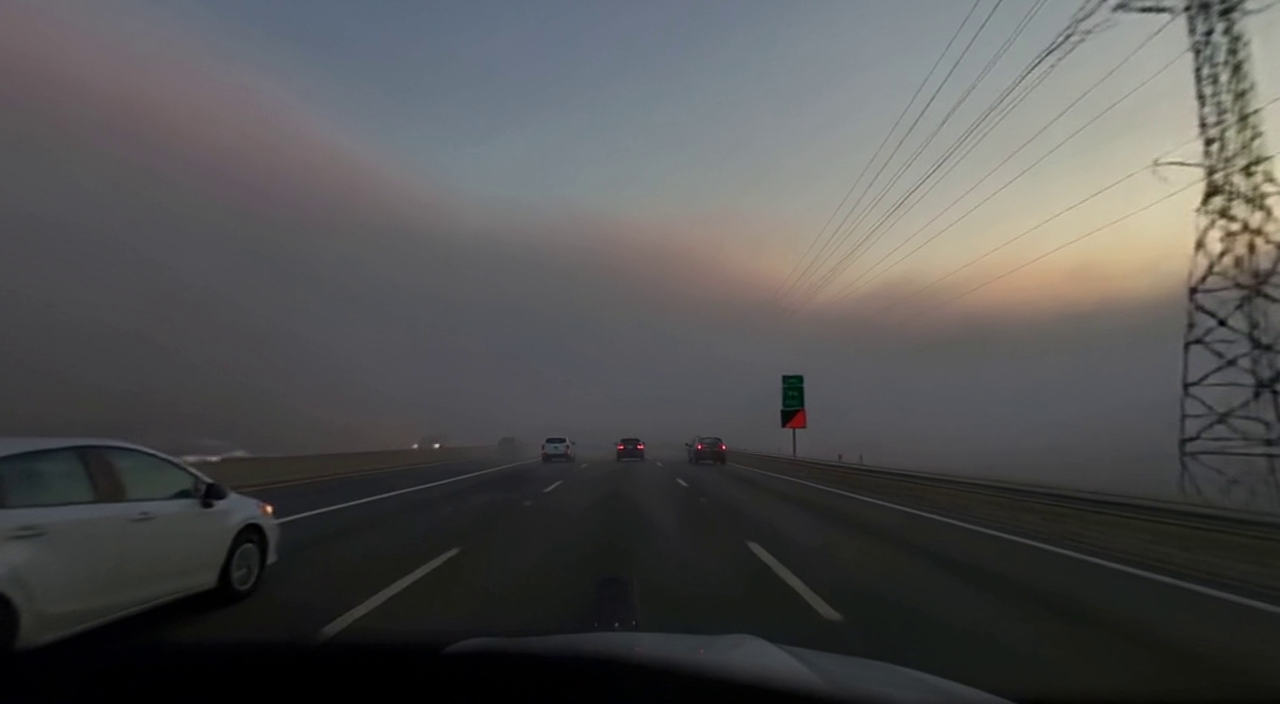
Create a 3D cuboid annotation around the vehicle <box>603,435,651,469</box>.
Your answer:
[{"bbox_3d":[-0.635,4.584,29.152,2.086,1.488,3.440,0,-8,-2],"label":"vehicle"}]

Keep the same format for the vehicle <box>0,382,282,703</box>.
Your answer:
[{"bbox_3d":[-4.185,1.005,3.469,2.004,1.607,4.161,0,-8,-1],"label":"vehicle"}]

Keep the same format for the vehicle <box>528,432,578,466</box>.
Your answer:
[{"bbox_3d":[-4.390,4.940,32.451,1.901,1.601,4.610,0,-8,0],"label":"vehicle"}]

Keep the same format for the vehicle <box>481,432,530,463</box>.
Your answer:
[{"bbox_3d":[-7.842,5.584,37.203,1.980,1.678,4.255,0,-8,0],"label":"vehicle"}]

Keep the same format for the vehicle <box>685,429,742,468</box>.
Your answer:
[{"bbox_3d":[3.351,4.508,29.739,1.950,1.695,4.446,0,-8,-3],"label":"vehicle"}]
